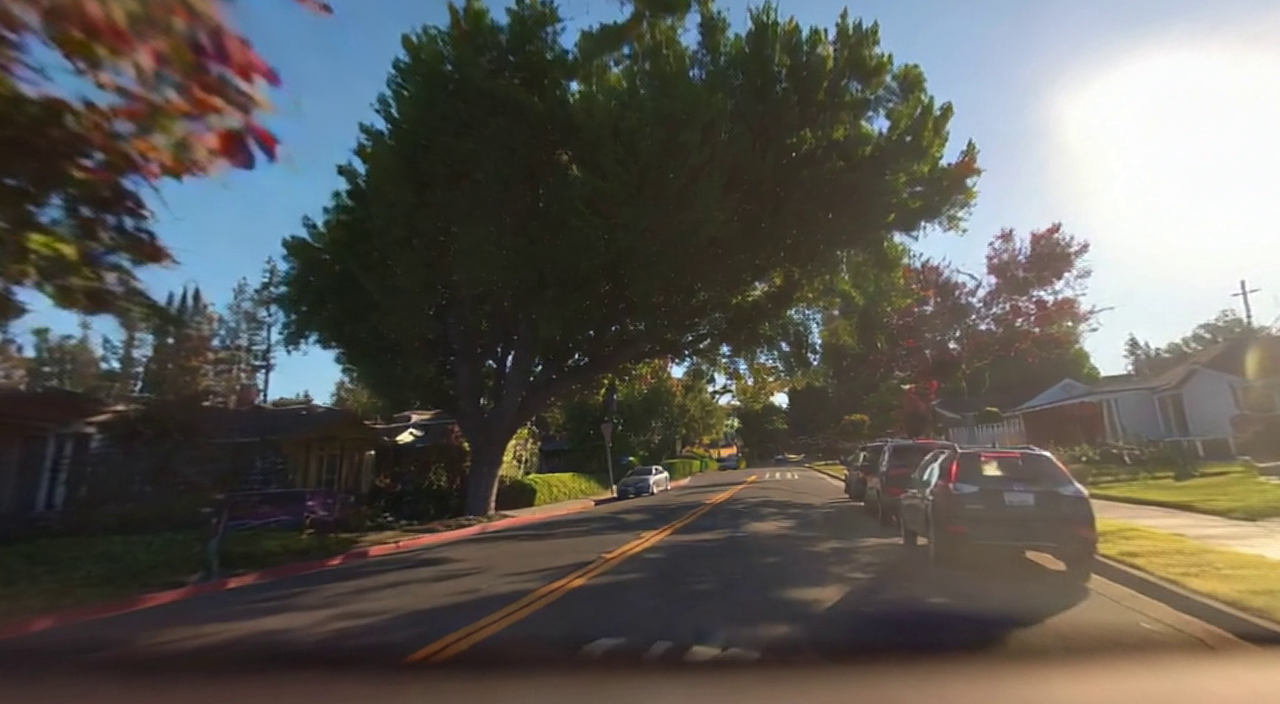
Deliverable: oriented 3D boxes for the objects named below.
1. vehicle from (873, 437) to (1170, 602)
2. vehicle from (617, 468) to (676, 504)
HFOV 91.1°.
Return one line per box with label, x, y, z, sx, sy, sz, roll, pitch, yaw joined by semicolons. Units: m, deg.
vehicle;4.795;2.080;8.831;2.242;1.661;4.273;-2;-9;13
vehicle;0.421;6.859;32.301;2.033;1.456;4.370;-6;-10;12
